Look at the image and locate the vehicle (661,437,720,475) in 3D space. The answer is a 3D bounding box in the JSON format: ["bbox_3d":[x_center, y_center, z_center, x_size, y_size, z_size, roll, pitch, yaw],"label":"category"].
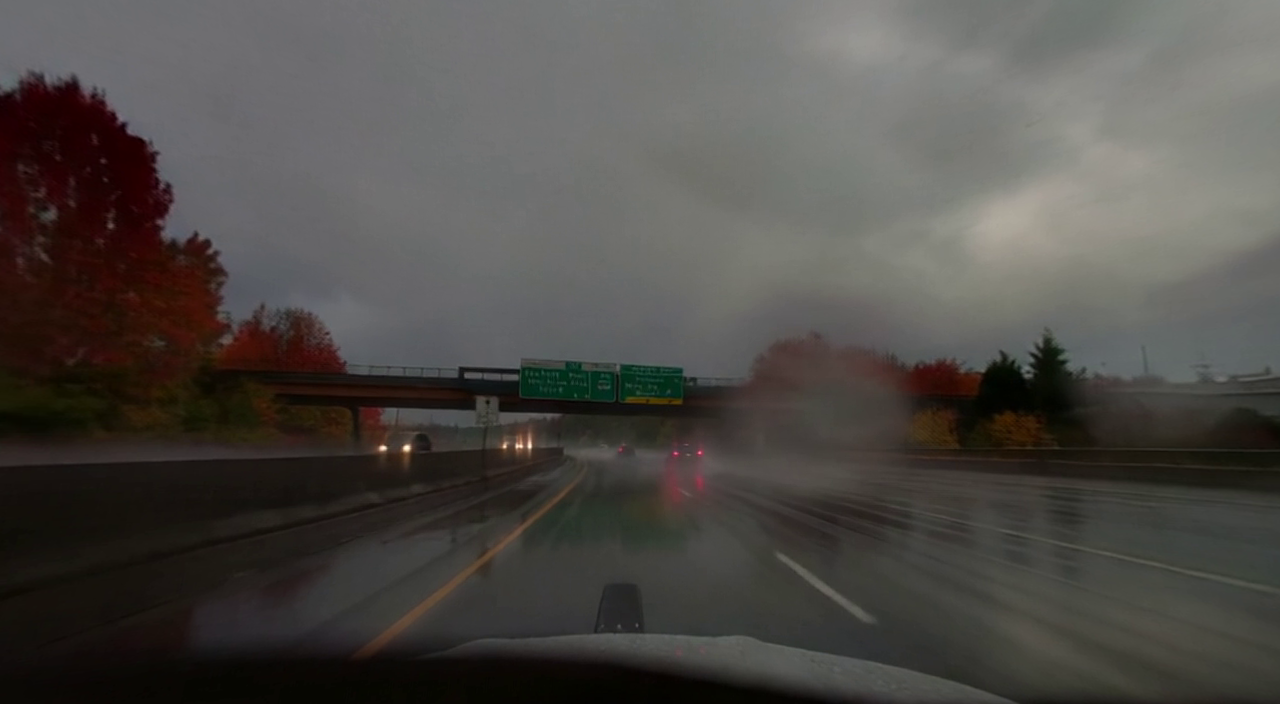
[{"bbox_3d":[2.307,4.978,30.072,2.337,1.633,4.222,0,-9,-2],"label":"vehicle"}]
